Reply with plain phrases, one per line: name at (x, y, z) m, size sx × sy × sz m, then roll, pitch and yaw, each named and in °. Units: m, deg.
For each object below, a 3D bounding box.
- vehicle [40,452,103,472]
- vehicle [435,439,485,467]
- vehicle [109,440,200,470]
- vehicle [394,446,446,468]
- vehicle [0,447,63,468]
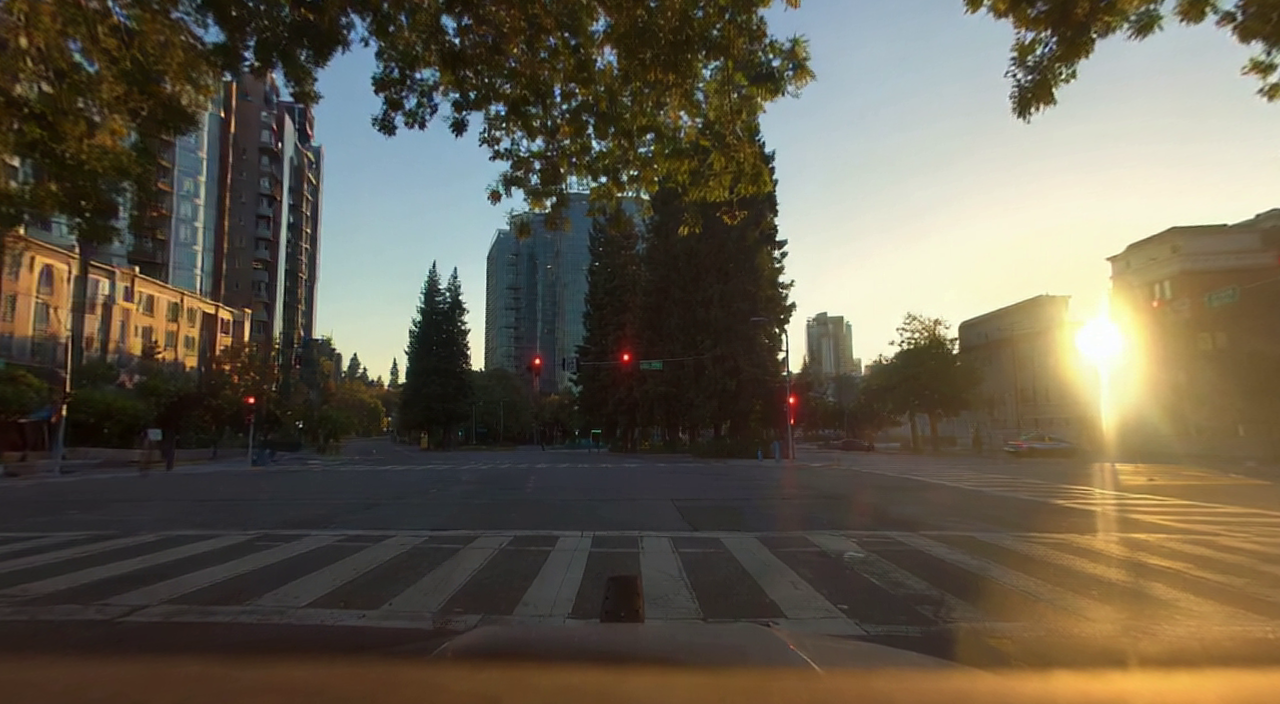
vehicle at (-41.606, 8.024, 46.316) m, size 1.552 × 1.339 × 3.340 m, roll -1°, pitch -8°, yaw -1°
vehicle at (-11.983, 6.759, 42.338) m, size 2.080 × 1.763 × 4.341 m, roll 0°, pitch -8°, yaw 0°
vehicle at (-34.915, 7.412, 45.725) m, size 2.204 × 1.955 × 5.518 m, roll 0°, pitch -8°, yaw 0°
vehicle at (-15.511, 7.424, 44.805) m, size 2.056 × 1.450 × 4.343 m, roll 0°, pitch -8°, yaw 0°
vehicle at (-45.275, 7.759, 46.596) m, size 1.858 × 1.467 × 3.624 m, roll 0°, pitch -8°, yaw 0°
